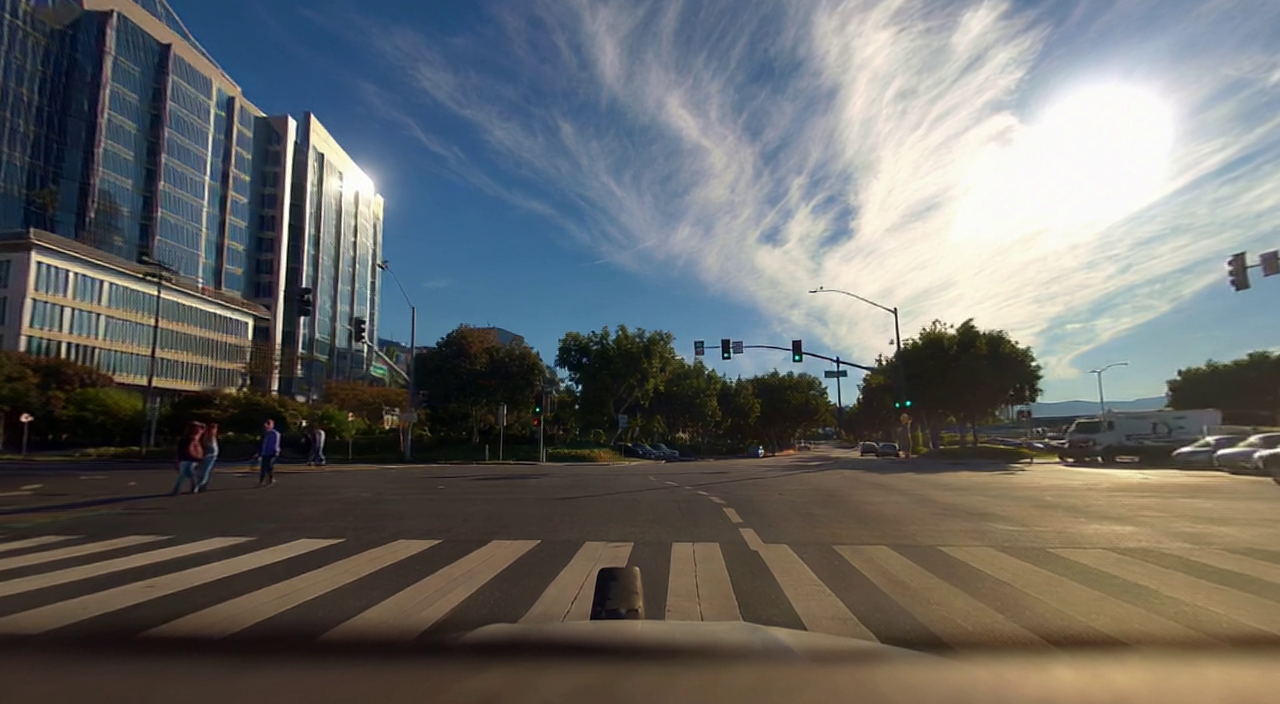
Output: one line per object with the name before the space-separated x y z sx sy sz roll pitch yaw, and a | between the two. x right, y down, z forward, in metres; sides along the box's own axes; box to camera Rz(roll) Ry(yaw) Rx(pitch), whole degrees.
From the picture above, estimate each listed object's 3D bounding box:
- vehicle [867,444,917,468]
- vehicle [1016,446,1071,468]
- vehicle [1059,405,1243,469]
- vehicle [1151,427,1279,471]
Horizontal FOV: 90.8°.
vehicle | 17.514 7.244 44.102 1.789 1.557 4.293 0 -9 1
vehicle | 27.687 7.184 43.465 1.589 1.405 3.633 -1 -9 6
vehicle | 22.971 3.867 28.672 5.855 2.746 2.523 -1 -9 4
vehicle | 21.314 3.414 22.304 4.740 1.464 1.876 -1 -9 3
